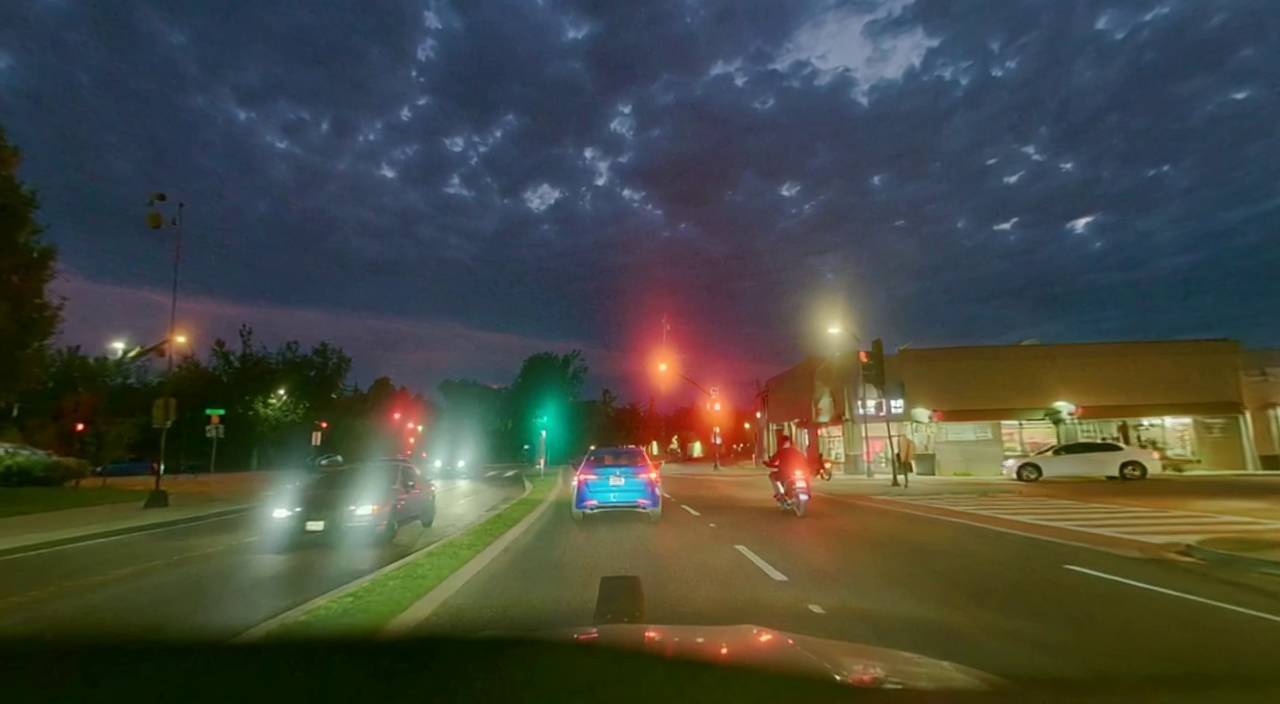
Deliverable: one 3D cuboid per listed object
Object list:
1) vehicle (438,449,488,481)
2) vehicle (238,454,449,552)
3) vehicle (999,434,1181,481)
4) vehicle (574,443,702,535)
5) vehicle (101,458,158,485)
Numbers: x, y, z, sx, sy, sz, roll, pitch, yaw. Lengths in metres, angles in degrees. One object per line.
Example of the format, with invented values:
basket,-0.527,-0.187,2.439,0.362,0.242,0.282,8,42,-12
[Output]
vehicle,-10.247,6.540,36.749,1.993,1.692,4.226,0,-9,-4
vehicle,-5.124,2.627,11.644,2.079,1.392,4.088,0,-9,-3
vehicle,15.794,3.748,22.533,5.007,1.479,1.866,-5,-10,30
vehicle,-0.150,2.567,12.460,2.118,1.480,3.949,0,-9,-4
vehicle,-37.541,8.735,46.273,4.653,1.795,2.163,-7,-11,39
